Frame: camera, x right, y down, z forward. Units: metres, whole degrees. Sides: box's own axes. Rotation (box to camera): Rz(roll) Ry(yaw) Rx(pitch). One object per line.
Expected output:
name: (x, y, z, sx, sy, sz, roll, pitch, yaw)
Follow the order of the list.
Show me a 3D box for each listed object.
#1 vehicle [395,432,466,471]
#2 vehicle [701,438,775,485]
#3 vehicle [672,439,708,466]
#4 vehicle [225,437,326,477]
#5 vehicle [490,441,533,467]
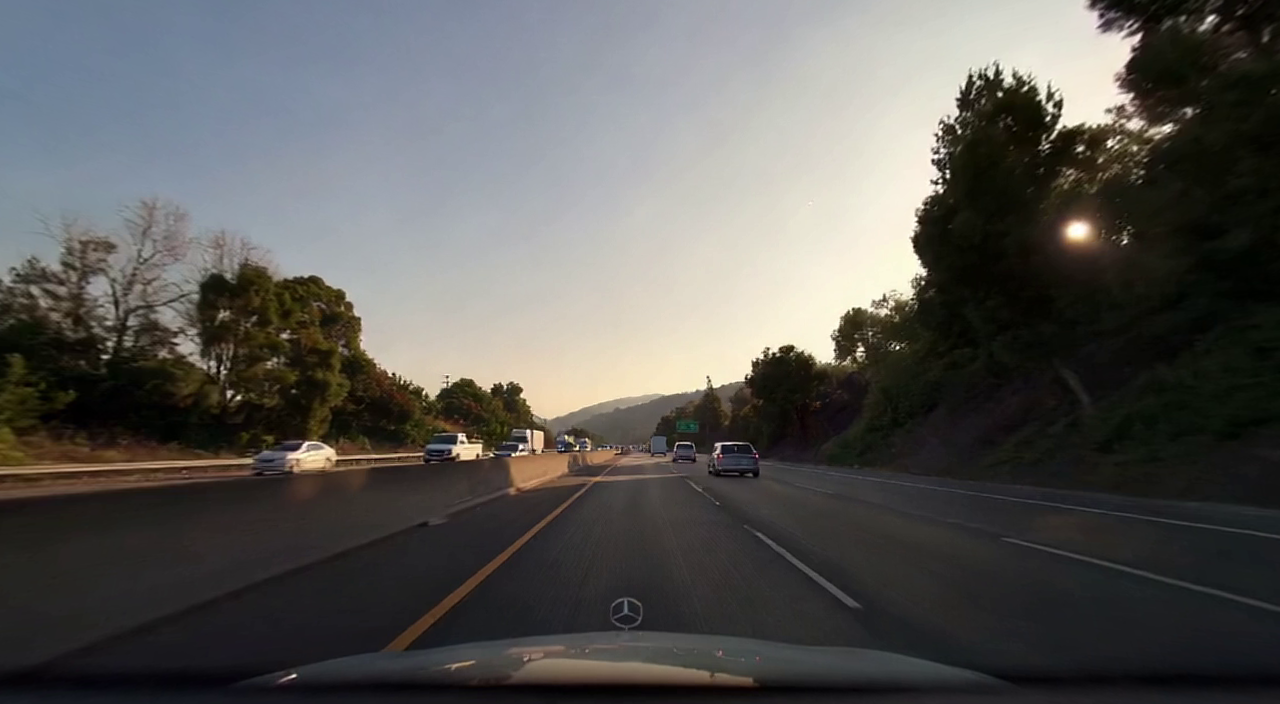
vehicle: (-11.645, 5.585, 35.466, 2.234, 1.981, 5.152, 0, -9, 0)
vehicle: (3.593, 4.110, 23.861, 2.023, 1.603, 4.159, 0, -9, -2)
vehicle: (3.456, 7.127, 44.794, 2.070, 1.751, 4.576, 0, -9, -2)
vehicle: (-16.524, 4.779, 28.891, 1.922, 1.695, 4.498, 0, -9, 0)
vehicle: (-8.107, 6.490, 40.252, 1.891, 1.529, 4.218, 0, -9, 0)
